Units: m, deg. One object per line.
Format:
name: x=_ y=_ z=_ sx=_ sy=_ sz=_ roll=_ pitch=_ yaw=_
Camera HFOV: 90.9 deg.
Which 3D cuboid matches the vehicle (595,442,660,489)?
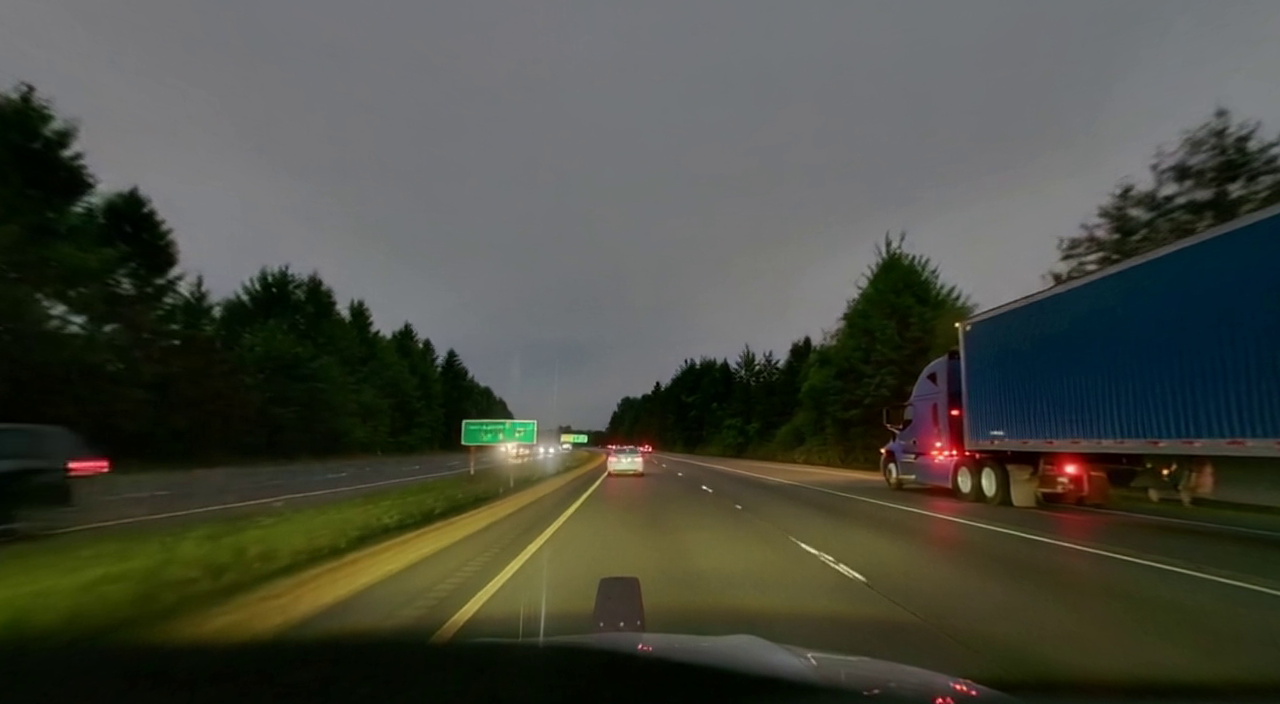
vehicle: x=-0.421 y=4.019 z=22.654 sx=2.114 sy=1.523 sz=4.012 roll=0 pitch=-9 yaw=-1
